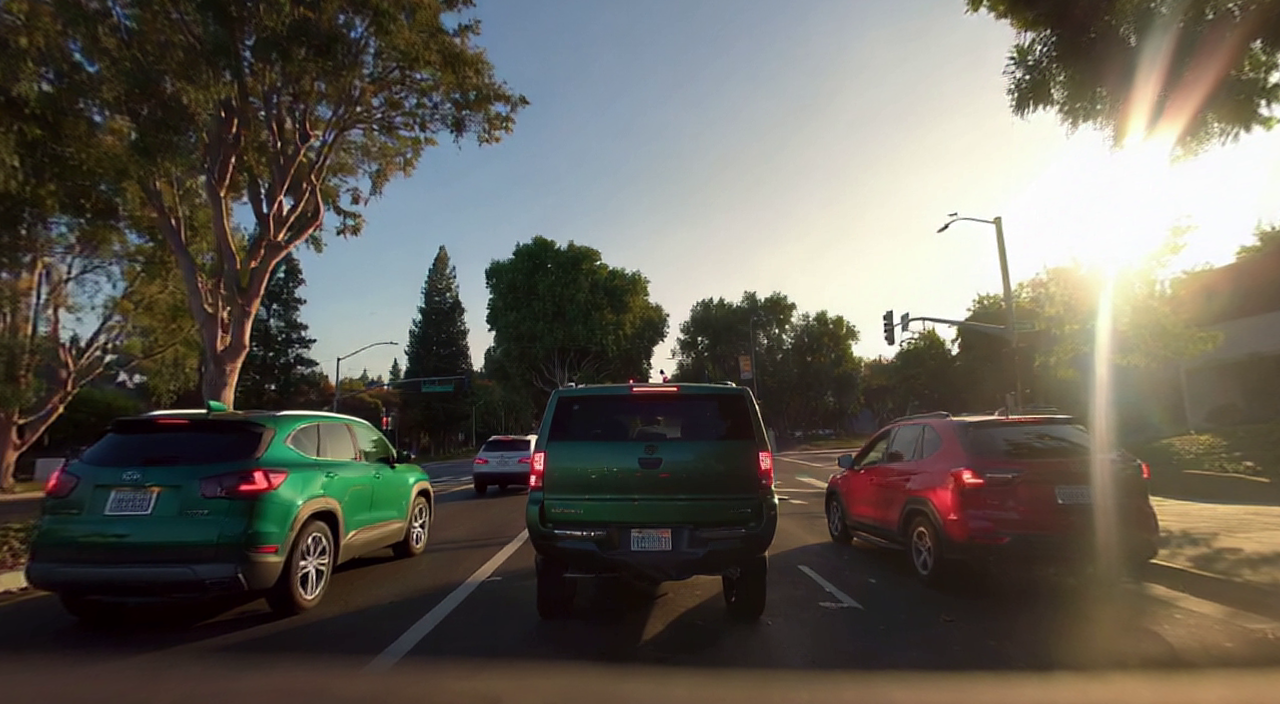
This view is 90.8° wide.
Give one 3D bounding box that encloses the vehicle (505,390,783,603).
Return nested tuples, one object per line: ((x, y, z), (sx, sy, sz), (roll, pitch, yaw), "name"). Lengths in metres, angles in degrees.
((0.016, 1.484, 7.247), (2.294, 1.761, 3.857), (0, -9, -1), "vehicle")

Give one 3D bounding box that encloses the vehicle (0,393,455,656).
((-3.374, 1.382, 6.057), (1.961, 1.639, 4.064), (0, -9, 0), "vehicle")

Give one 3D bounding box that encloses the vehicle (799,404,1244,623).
((3.462, 1.552, 7.040), (2.202, 1.657, 4.298), (0, -9, -1), "vehicle")
